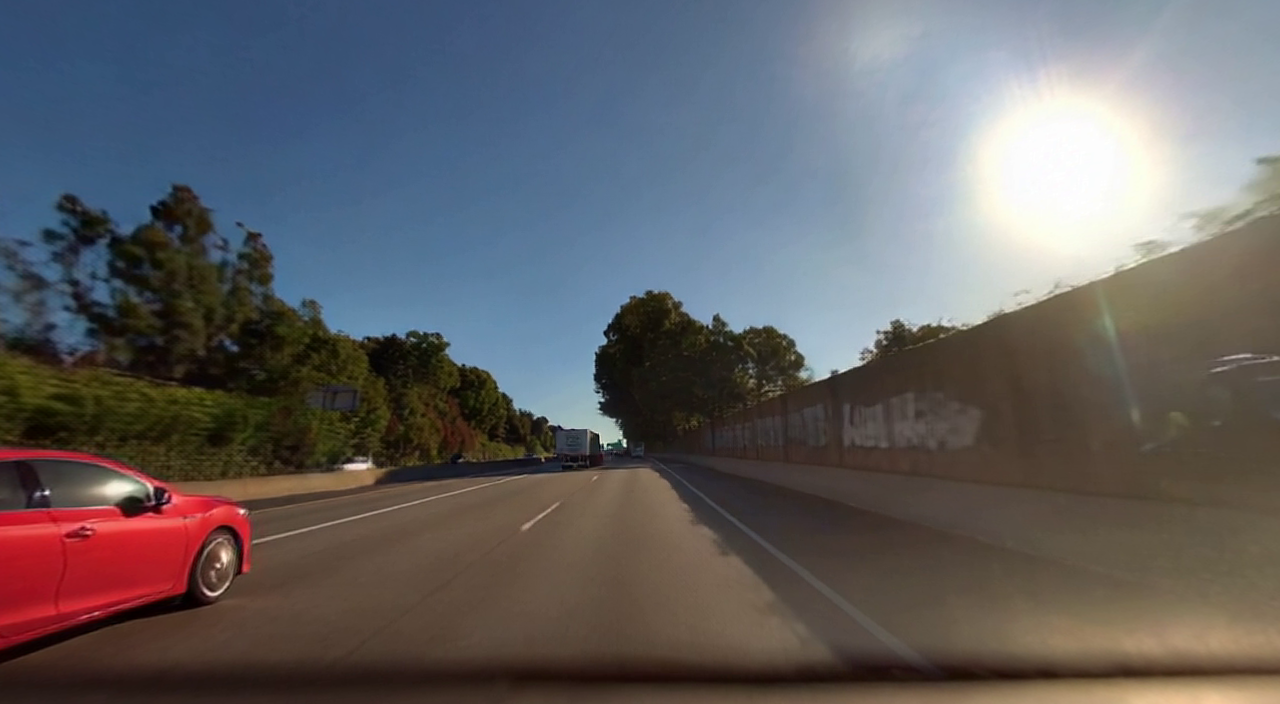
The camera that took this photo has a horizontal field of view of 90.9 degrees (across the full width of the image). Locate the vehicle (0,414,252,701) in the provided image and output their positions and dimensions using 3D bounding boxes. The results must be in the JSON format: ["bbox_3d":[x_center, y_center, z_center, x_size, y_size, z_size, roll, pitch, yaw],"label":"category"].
[{"bbox_3d":[-4.352,1.046,3.077,2.024,1.476,4.466,0,-9,1],"label":"vehicle"}]

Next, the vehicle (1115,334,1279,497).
[{"bbox_3d":[16.974,1.728,16.608,3.087,3.935,6.471,1,-9,-8],"label":"vehicle"}]

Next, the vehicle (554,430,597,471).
[{"bbox_3d":[-4.183,6.520,41.727,2.305,2.517,5.486,0,-9,0],"label":"vehicle"}]
